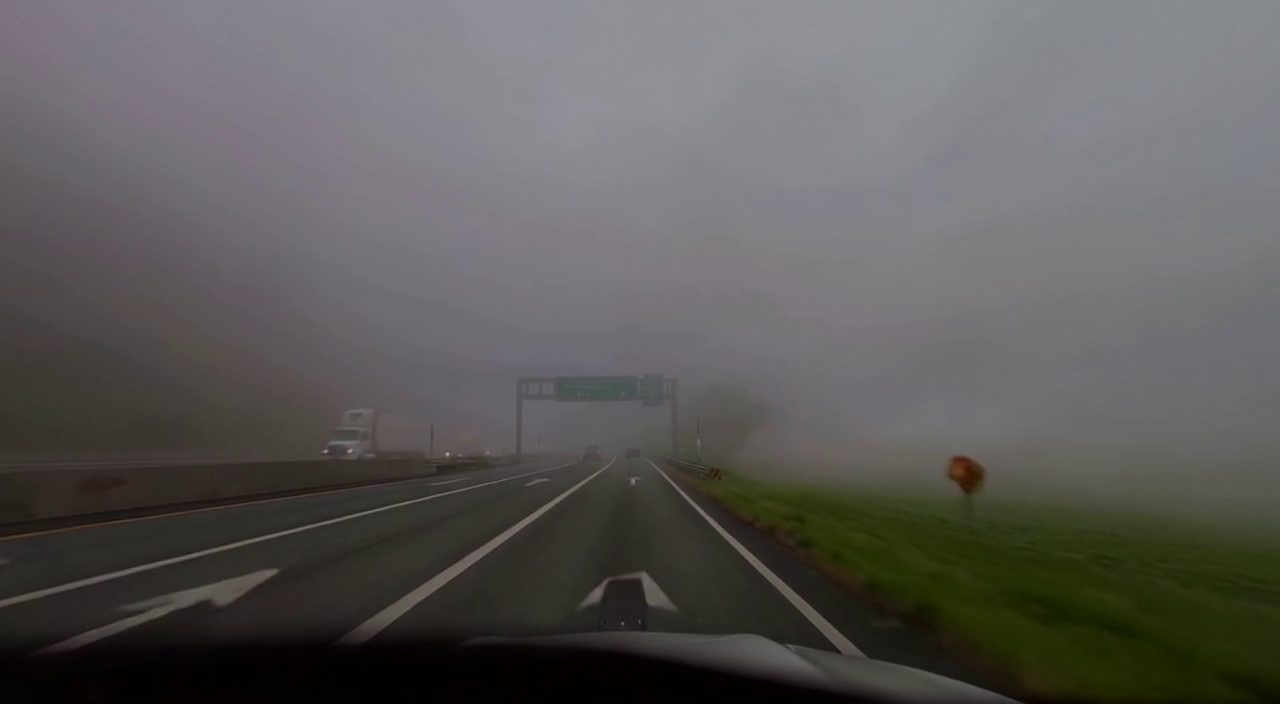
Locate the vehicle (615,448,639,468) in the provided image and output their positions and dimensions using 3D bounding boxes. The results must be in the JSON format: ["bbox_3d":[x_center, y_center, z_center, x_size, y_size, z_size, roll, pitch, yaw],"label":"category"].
[{"bbox_3d":[-1.001,8.320,49.561,1.807,1.427,3.645,0,-9,-1],"label":"vehicle"}]

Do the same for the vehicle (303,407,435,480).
[{"bbox_3d":[-14.982,5.292,36.112,2.988,3.568,10.170,0,-9,0],"label":"vehicle"}]
